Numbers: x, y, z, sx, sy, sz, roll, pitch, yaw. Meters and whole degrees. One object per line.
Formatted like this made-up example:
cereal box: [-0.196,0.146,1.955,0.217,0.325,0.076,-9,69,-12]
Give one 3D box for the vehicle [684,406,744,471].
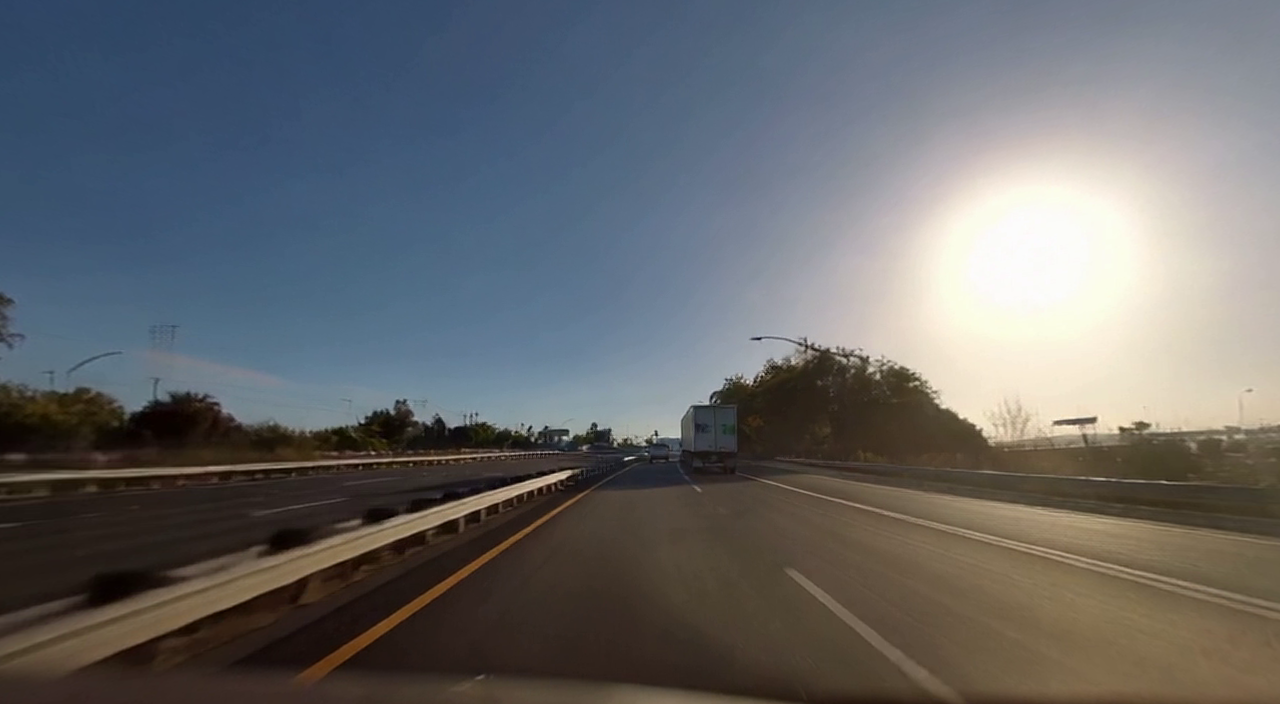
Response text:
vehicle: [5.053,6.324,45.522,2.965,4.028,12.529,0,-9,1]
